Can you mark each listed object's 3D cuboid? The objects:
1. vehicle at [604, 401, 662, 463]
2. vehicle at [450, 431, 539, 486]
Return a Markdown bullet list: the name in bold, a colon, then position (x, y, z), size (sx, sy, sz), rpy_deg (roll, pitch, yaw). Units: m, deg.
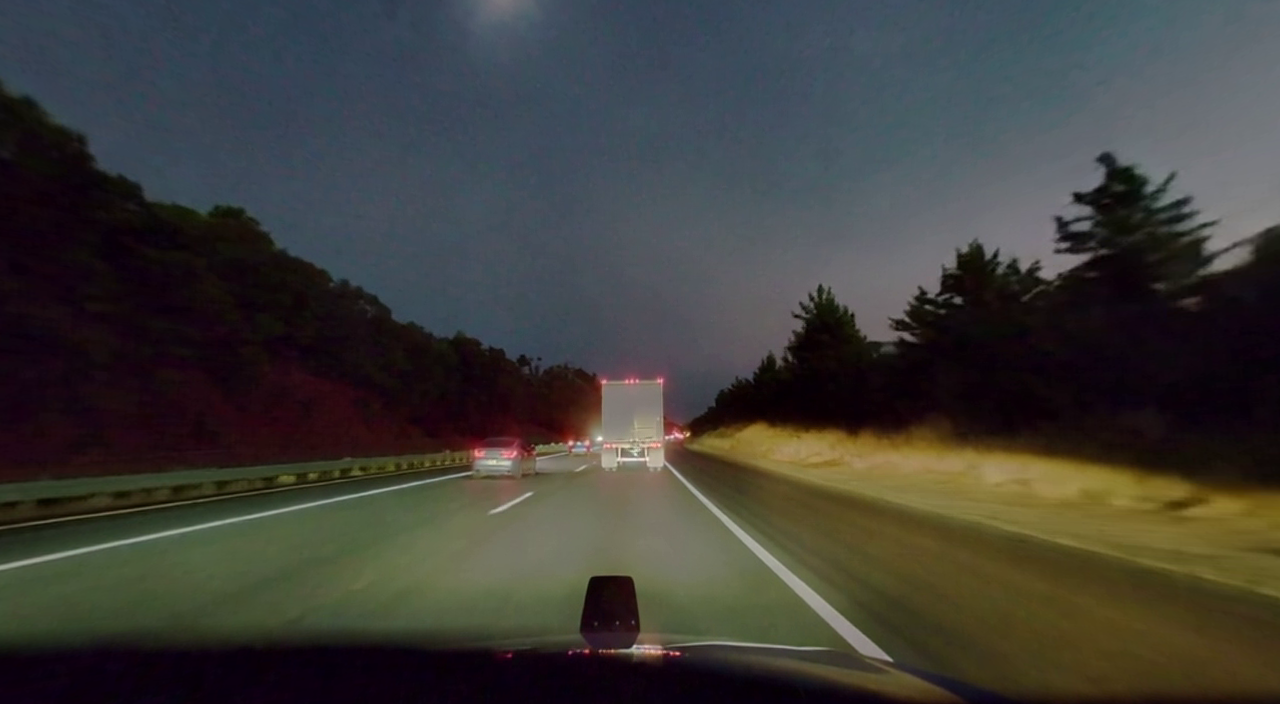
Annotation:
- **vehicle**: position (-0.272, 3.283, 25.964), size (2.319, 2.461, 1.270), rpy_deg (0, -8, 0)
- **vehicle**: position (-4.435, 3.289, 19.826), size (1.909, 1.520, 3.897), rpy_deg (0, -8, 0)
